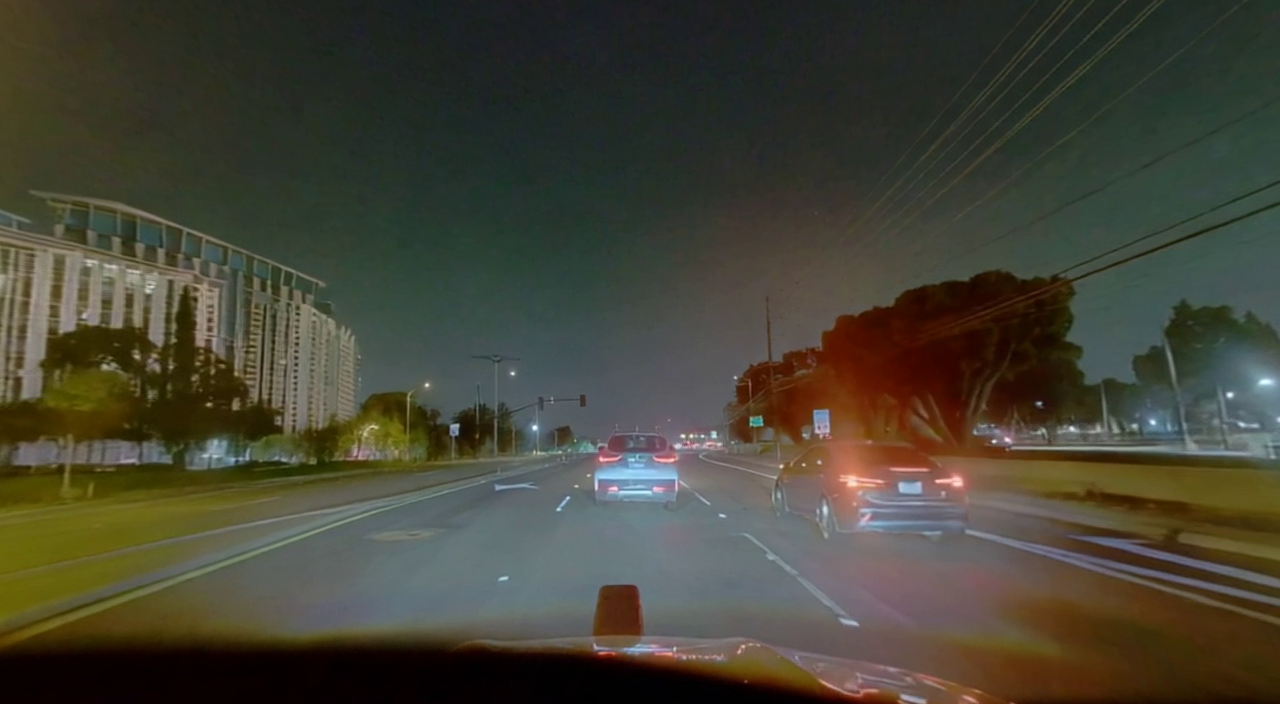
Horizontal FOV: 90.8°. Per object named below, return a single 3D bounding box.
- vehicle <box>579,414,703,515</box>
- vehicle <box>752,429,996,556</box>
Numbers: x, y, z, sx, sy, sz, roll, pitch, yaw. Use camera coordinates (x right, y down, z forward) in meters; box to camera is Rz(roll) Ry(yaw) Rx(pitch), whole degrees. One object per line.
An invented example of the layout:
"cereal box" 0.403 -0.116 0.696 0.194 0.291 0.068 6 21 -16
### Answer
"vehicle" 0.041 2.324 13.421 2.189 1.776 4.342 0 -9 0
"vehicle" 3.174 2.007 9.805 1.990 1.482 4.575 0 -9 -1
